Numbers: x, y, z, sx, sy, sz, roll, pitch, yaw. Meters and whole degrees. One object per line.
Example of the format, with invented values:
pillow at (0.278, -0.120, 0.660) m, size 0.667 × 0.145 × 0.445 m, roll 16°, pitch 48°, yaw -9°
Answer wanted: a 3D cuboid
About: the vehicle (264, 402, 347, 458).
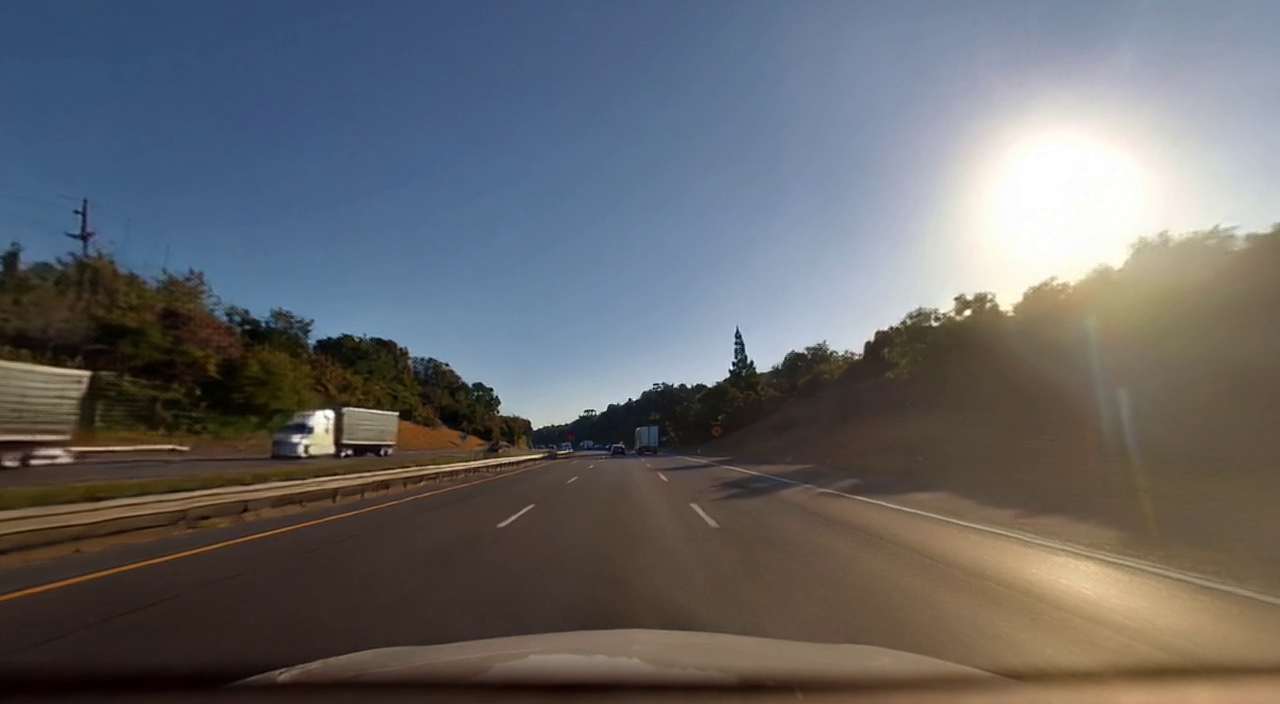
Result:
vehicle at (-25.083, 5.919, 47.522) m, size 2.960 × 3.943 × 5.922 m, roll 0°, pitch -8°, yaw -1°
